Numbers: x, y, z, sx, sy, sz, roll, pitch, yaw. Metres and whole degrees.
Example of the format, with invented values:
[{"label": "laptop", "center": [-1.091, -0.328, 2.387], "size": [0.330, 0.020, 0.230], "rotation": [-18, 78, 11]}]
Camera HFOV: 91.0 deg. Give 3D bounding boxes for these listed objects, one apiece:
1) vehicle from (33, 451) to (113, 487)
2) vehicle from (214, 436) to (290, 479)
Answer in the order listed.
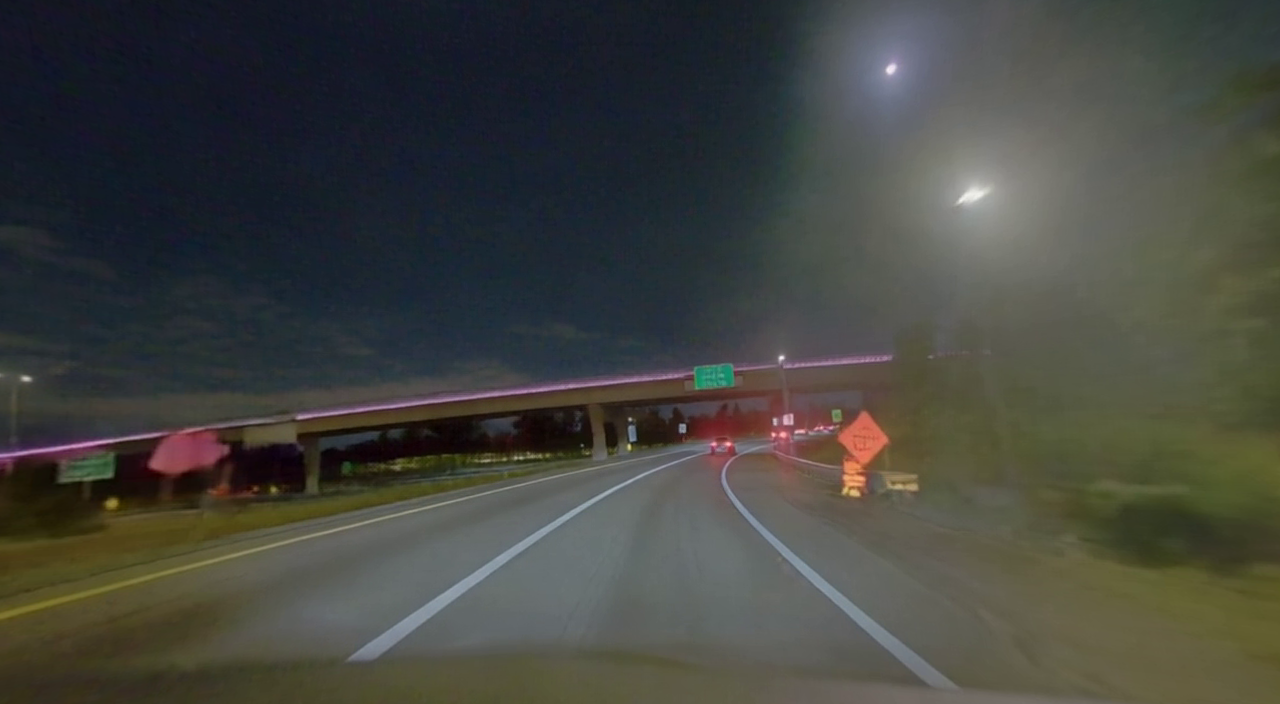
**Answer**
[{"label": "vehicle", "center": [-31.973, 6.544, 35.657], "size": [1.878, 1.761, 4.049], "rotation": [3, -8, -20]}, {"label": "vehicle", "center": [-29.533, 7.995, 48.176], "size": [3.208, 3.081, 4.948], "rotation": [1, -9, -10]}]
